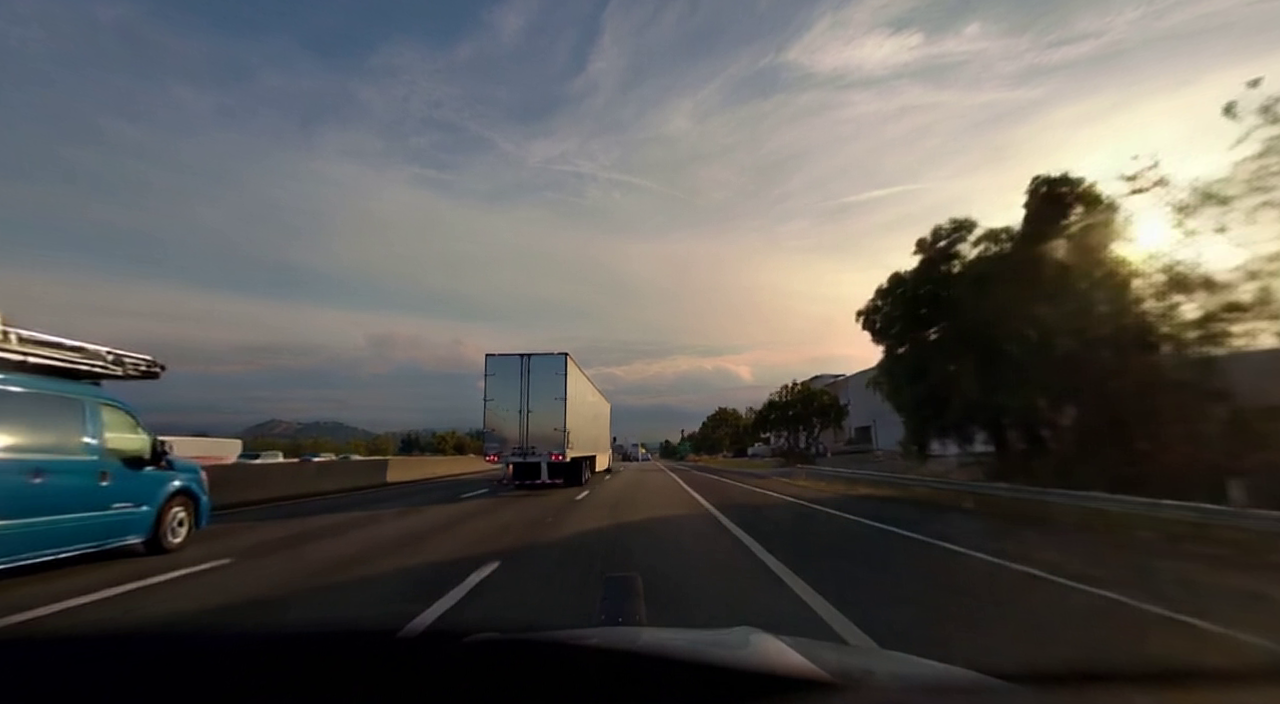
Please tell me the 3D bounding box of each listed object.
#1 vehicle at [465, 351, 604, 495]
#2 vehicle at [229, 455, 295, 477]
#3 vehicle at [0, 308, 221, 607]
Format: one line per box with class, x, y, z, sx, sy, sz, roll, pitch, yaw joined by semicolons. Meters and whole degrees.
vehicle;-3.451;3.224;26.245;2.939;4.132;16.303;0;-9;0
vehicle;-27.429;8.241;45.989;1.802;1.455;4.803;0;-9;1
vehicle;-6.972;0.923;5.510;2.385;2.672;6.049;0;-9;0
